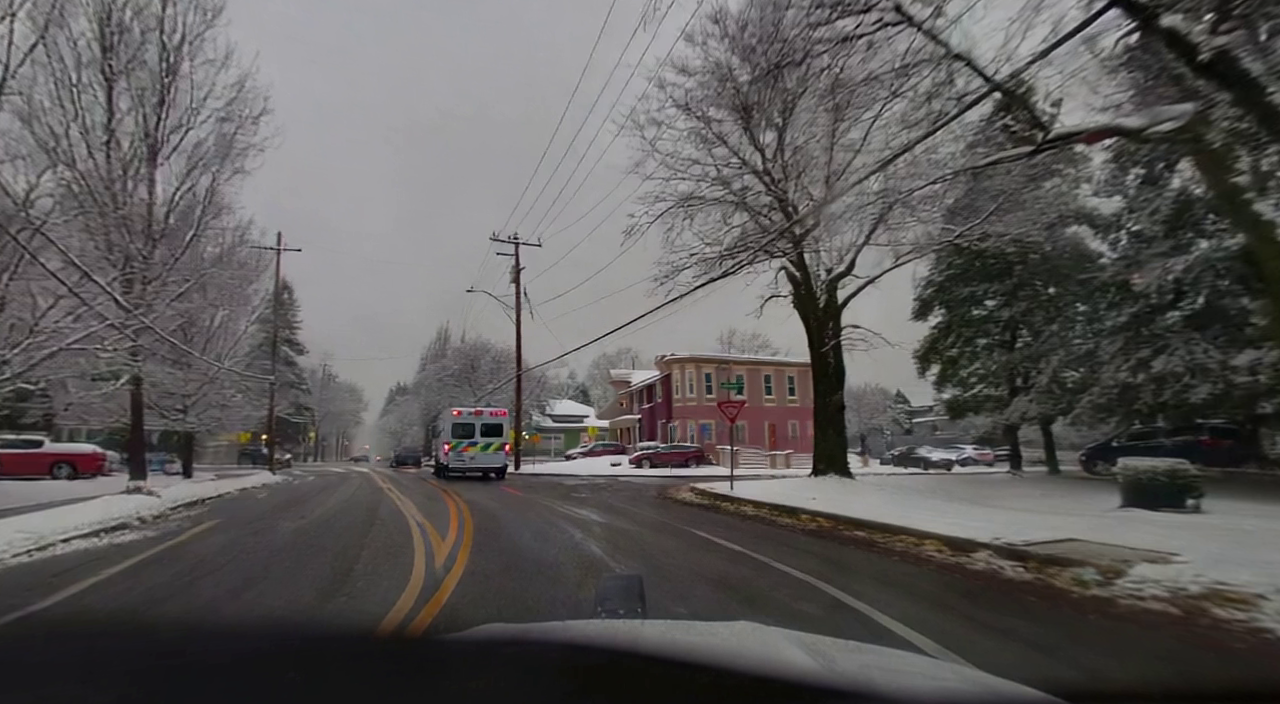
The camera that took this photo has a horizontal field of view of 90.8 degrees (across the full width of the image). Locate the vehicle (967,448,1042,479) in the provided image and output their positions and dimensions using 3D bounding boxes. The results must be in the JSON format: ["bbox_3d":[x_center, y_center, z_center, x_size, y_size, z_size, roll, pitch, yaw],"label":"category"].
[{"bbox_3d":[23.046,7.045,40.154,1.894,1.784,4.355,0,-8,-4],"label":"vehicle"}]

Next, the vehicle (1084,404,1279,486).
[{"bbox_3d":[25.435,4.343,29.205,2.934,3.217,7.956,1,-10,-11],"label":"vehicle"}]

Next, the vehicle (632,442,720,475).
[{"bbox_3d":[2.254,6.822,40.587,5.270,1.966,2.329,0,-8,-6],"label":"vehicle"}]

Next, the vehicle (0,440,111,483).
[{"bbox_3d":[-26.611,4.646,26.650,5.910,1.681,2.579,3,-12,-22],"label":"vehicle"}]

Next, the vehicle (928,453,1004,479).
[{"bbox_3d":[20.487,7.154,39.982,1.861,1.470,4.867,1,-8,-6],"label":"vehicle"}]

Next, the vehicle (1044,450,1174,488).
[{"bbox_3d":[20.449,5.093,27.850,1.805,1.420,4.603,-1,-8,-7],"label":"vehicle"}]

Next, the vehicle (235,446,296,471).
[{"bbox_3d":[-28.045,7.938,47.258,4.502,1.810,2.056,-6,-10,33],"label":"vehicle"}]

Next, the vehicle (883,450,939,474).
[{"bbox_3d":[19.931,8.073,46.630,1.899,1.635,4.603,0,-8,-2],"label":"vehicle"}]

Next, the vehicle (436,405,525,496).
[{"bbox_3d":[-5.547,3.311,21.451,2.444,2.640,5.482,2,-9,-18],"label":"vehicle"}]
